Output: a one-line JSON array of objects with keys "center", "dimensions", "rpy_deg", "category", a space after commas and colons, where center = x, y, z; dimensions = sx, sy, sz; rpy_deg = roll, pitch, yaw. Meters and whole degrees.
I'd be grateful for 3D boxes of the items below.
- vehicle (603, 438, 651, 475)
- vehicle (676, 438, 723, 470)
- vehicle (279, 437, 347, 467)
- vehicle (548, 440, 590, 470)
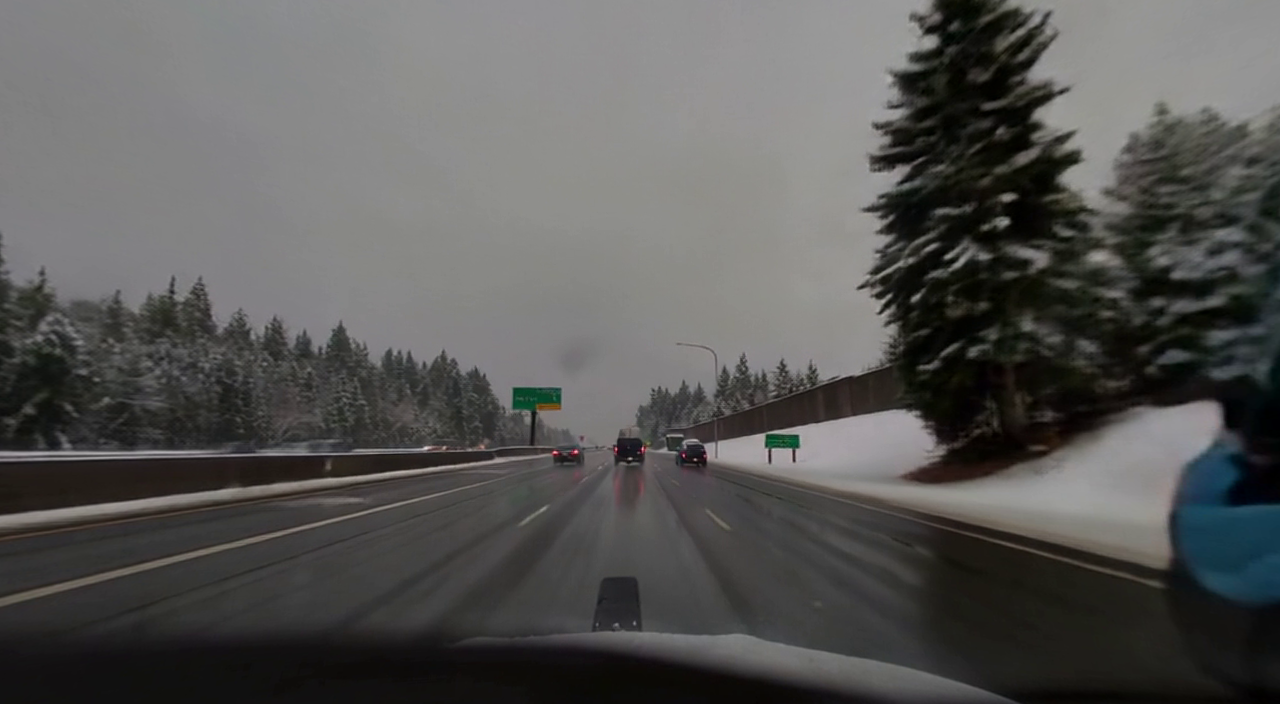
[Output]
[{"center": [-0.651, 5.373, 32.759], "dimensions": [2.297, 1.783, 4.355], "rpy_deg": [0, -8, -1], "category": "vehicle"}, {"center": [3.353, 5.866, 36.544], "dimensions": [2.160, 1.759, 4.214], "rpy_deg": [0, -8, -2], "category": "vehicle"}, {"center": [-17.882, 5.488, 34.762], "dimensions": [1.875, 1.527, 3.520], "rpy_deg": [0, -8, -1], "category": "vehicle"}, {"center": [-4.224, 6.182, 38.120], "dimensions": [2.023, 1.709, 4.263], "rpy_deg": [0, -8, 1], "category": "vehicle"}]
